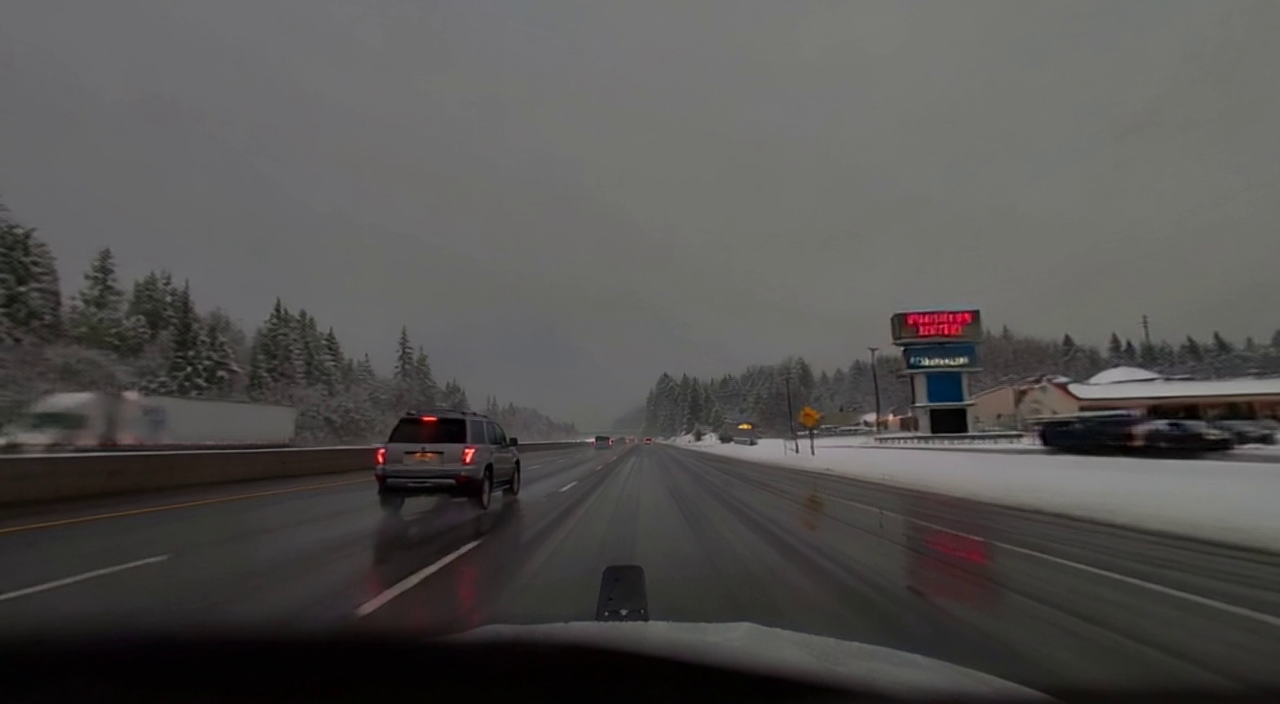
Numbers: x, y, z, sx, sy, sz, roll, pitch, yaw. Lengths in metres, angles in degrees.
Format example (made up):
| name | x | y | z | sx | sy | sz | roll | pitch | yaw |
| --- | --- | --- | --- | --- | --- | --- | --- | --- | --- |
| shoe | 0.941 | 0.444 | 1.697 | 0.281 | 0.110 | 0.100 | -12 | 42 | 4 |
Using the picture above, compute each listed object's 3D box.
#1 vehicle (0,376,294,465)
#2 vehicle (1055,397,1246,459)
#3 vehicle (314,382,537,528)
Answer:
| name | x | y | z | sx | sy | sz | roll | pitch | yaw |
| --- | --- | --- | --- | --- | --- | --- | --- | --- | --- |
| vehicle | -29.592 | 4.722 | 39.930 | 3.197 | 4.103 | 21.465 | 0 | -8 | 1 |
| vehicle | 16.685 | 2.601 | 21.096 | 2.044 | 1.792 | 5.081 | 0 | -8 | -1 |
| vehicle | -3.748 | 1.987 | 12.589 | 2.352 | 2.209 | 5.802 | 0 | -8 | 1 |
